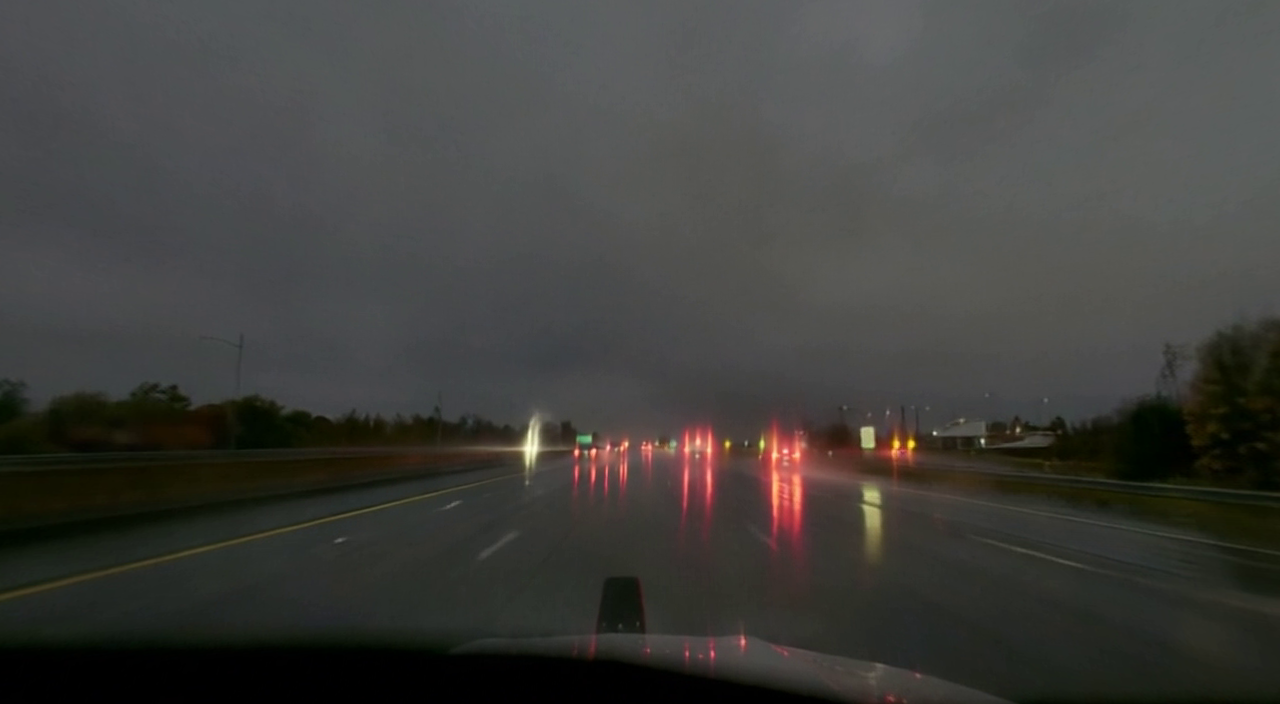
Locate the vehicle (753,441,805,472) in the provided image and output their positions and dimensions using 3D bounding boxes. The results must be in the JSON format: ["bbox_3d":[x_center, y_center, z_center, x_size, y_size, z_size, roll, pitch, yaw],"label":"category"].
[{"bbox_3d":[8.343,6.316,38.210,2.188,1.727,4.381,0,-9,1],"label":"vehicle"}]

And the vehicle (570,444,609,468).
[{"bbox_3d":[-3.295,6.907,42.051,2.164,1.507,4.748,0,-9,1],"label":"vehicle"}]

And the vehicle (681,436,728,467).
[{"bbox_3d":[4.432,7.009,44.298,2.770,1.990,5.755,0,-9,1],"label":"vehicle"}]
